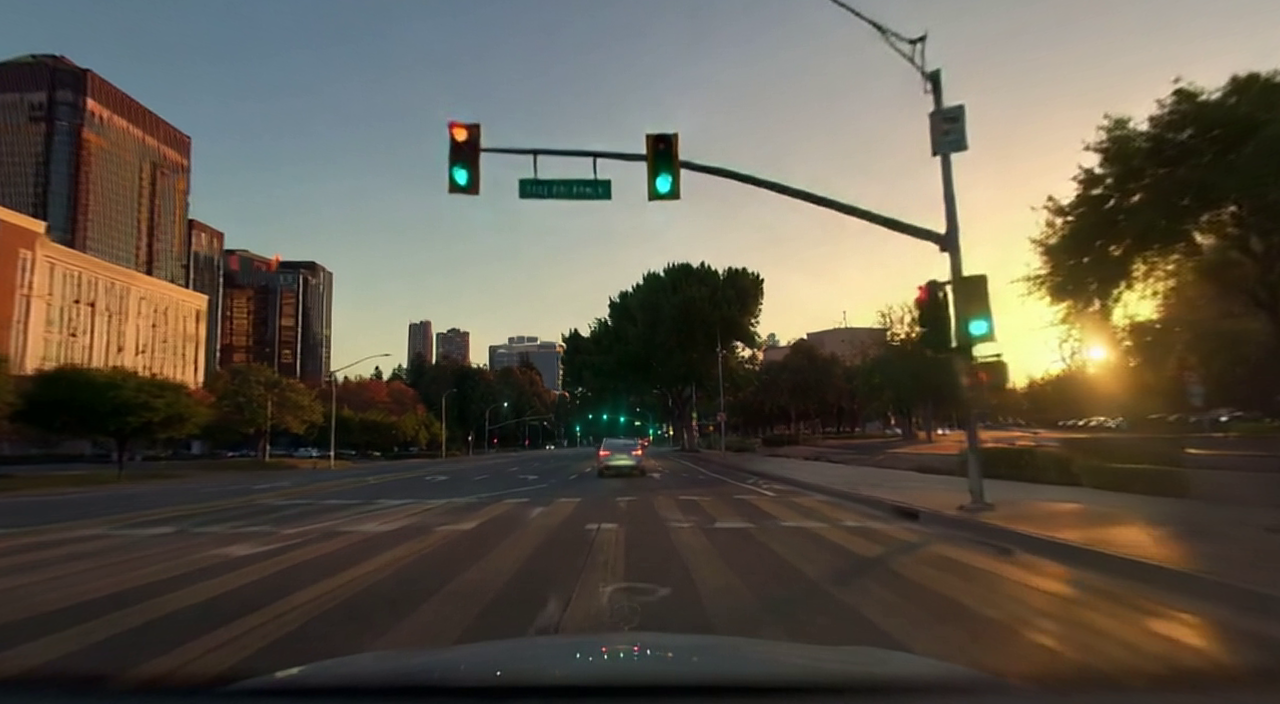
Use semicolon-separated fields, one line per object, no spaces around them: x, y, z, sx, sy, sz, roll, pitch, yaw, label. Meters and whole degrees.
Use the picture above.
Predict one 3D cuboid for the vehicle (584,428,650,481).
-0.793;3.662;22.760;2.130;1.711;4.038;0;-9;-1;vehicle
